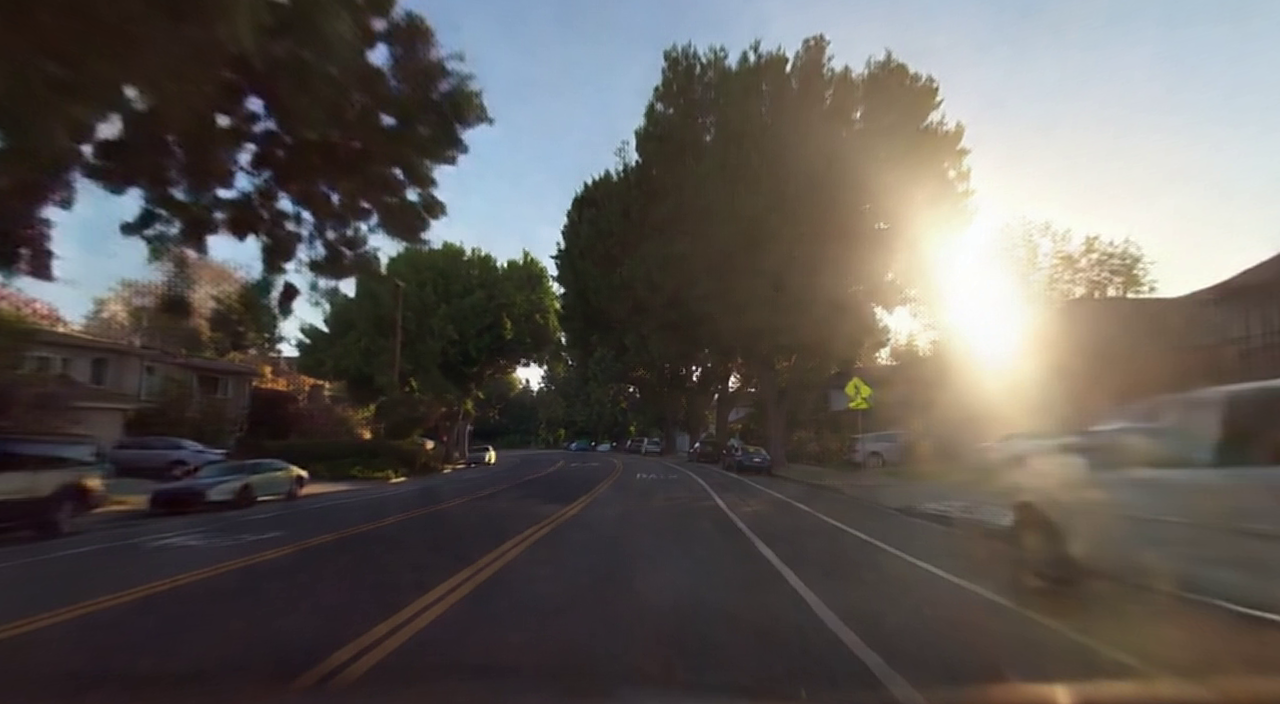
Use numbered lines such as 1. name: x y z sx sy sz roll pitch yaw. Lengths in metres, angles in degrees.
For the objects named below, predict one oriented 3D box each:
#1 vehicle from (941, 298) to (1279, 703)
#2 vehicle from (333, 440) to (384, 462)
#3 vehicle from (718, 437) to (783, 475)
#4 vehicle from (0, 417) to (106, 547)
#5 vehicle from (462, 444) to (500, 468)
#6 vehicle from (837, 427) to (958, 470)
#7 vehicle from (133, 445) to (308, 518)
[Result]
1. vehicle: 4.520 0.934 3.607 2.574 2.156 6.672 3 -8 2
2. vehicle: -19.701 6.937 44.265 1.942 1.464 4.537 1 -9 -7
3. vehicle: 5.794 5.511 33.875 1.954 1.732 6.409 3 -8 -3
4. vehicle: -11.158 1.995 8.944 2.450 1.998 5.367 -5 -9 1
5. vehicle: -11.961 7.825 47.600 2.292 1.499 4.661 -3 -8 -9
6. vehicle: 12.375 4.646 30.436 4.882 1.766 2.040 -2 -8 -2
7. vehicle: -10.934 3.417 16.856 1.967 1.488 4.216 -5 -10 -3
